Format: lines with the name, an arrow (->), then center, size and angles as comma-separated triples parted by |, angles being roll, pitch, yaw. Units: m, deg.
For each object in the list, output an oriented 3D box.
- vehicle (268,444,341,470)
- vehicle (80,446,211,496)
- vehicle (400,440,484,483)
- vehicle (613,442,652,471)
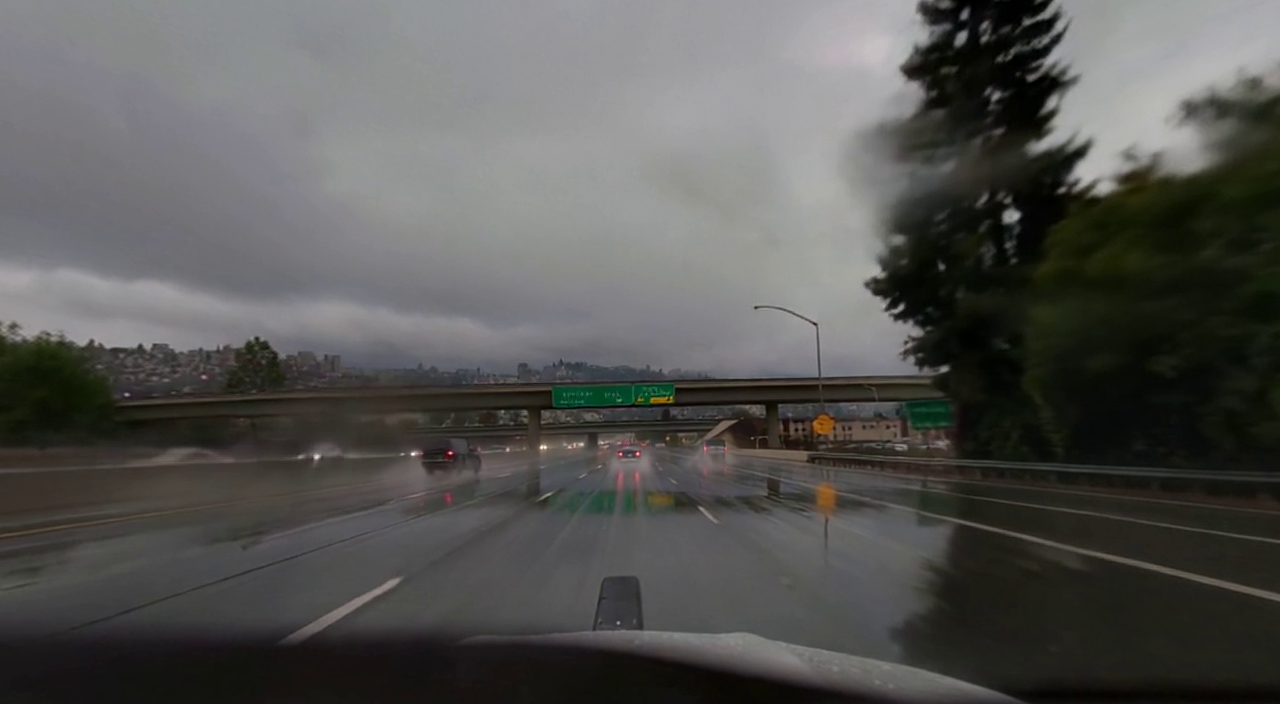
vehicle -> -24.113, 7.543, 45.713 | 2.331, 1.753, 5.521 | 0, -8, 0
vehicle -> -20.425, 4.885, 26.384 | 2.021, 1.788, 4.335 | 1, -8, -2
vehicle -> -7.726, 4.291, 25.087 | 1.957, 1.554, 4.350 | 0, -8, -1
vehicle -> -0.483, 5.731, 34.775 | 2.012, 1.471, 4.059 | 0, -8, -2
